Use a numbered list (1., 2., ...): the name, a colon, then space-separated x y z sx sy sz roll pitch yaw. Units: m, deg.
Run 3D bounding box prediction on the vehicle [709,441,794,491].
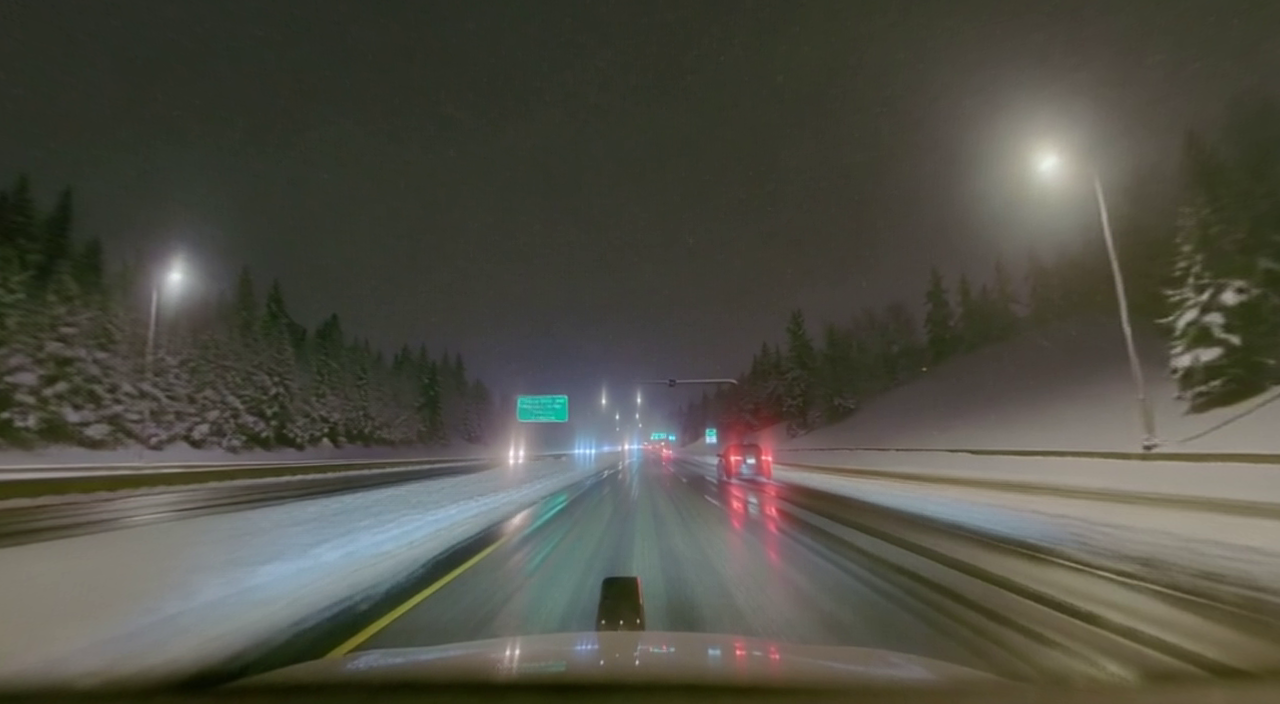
1. vehicle: 3.645 3.830 21.456 2.033 1.501 4.398 0 -9 -1
